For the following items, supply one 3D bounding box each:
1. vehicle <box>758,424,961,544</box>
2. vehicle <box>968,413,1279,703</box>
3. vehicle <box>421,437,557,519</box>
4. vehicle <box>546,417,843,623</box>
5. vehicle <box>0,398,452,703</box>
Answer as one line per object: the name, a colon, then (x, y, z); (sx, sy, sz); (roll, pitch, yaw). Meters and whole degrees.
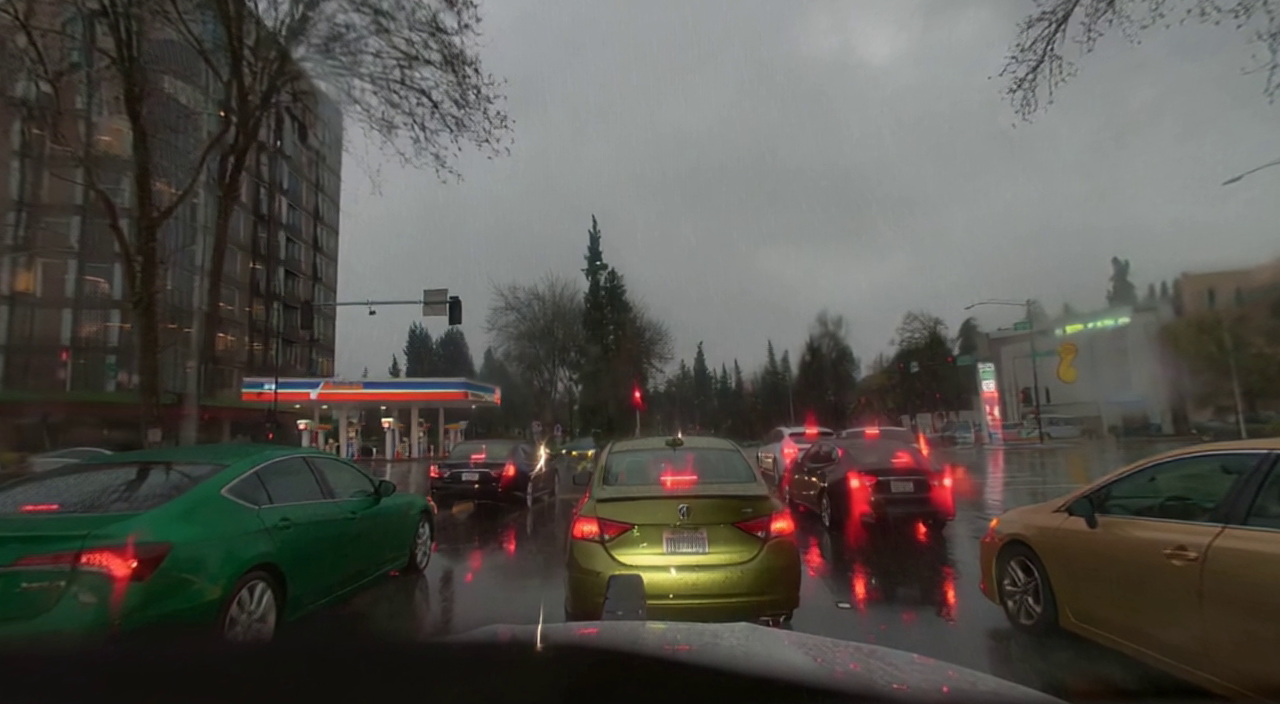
vehicle: (3.406, 2.127, 10.764); (1.947, 1.630, 4.127); (0, -9, 0)
vehicle: (4.186, 1.125, 3.587); (1.950, 1.497, 4.686); (0, -9, -2)
vehicle: (-3.039, 2.638, 13.691); (1.867, 1.474, 4.237); (0, -9, 1)
vehicle: (0.350, 1.582, 6.941); (2.220, 1.507, 4.317); (0, -9, -2)
vehicle: (-3.000, 1.253, 4.613); (1.887, 1.493, 4.255); (0, -9, 1)
